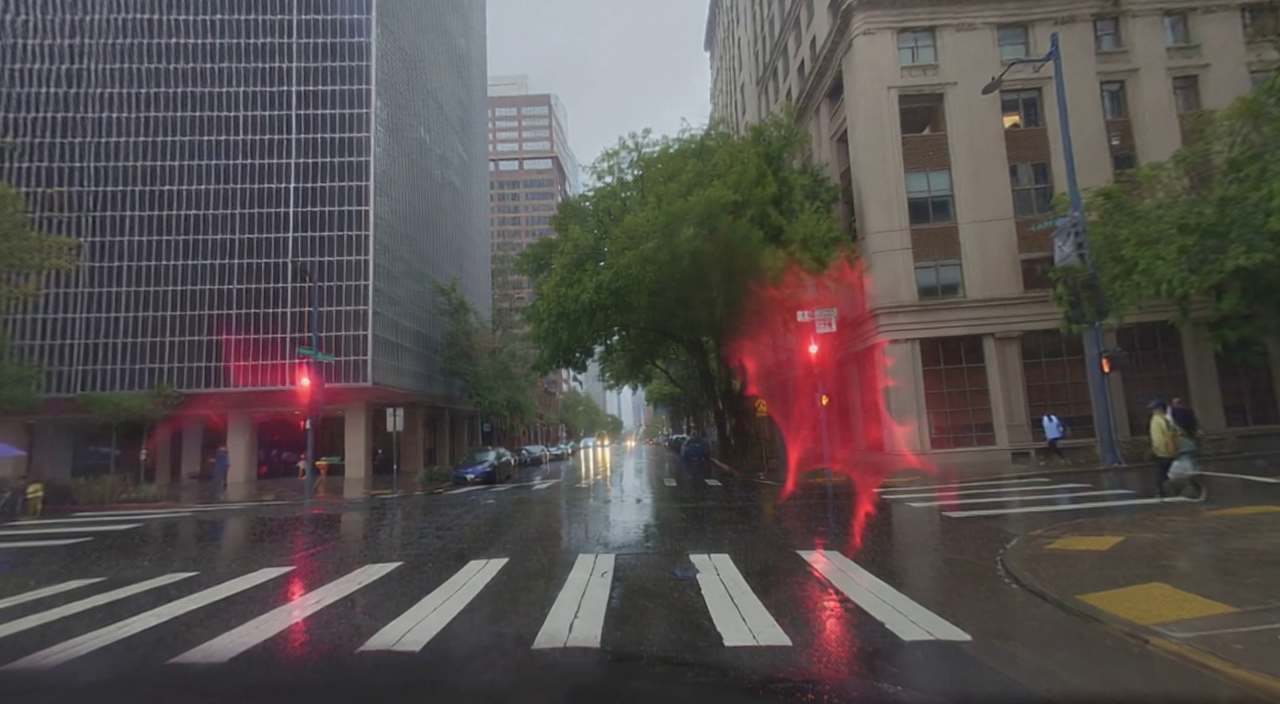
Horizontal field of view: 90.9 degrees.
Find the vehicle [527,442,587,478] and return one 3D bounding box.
[{"bbox_3d":[-3.666,4.847,28.637,1.989,1.481,4.500,0,-8,1],"label":"vehicle"}]

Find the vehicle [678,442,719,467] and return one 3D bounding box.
[{"bbox_3d":[3.539,6.275,38.859,1.853,1.426,4.160,1,-8,-3],"label":"vehicle"}]

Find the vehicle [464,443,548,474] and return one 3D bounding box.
[{"bbox_3d":[-8.021,6.366,38.019,4.526,1.726,1.963,8,-12,-44],"label":"vehicle"}]
